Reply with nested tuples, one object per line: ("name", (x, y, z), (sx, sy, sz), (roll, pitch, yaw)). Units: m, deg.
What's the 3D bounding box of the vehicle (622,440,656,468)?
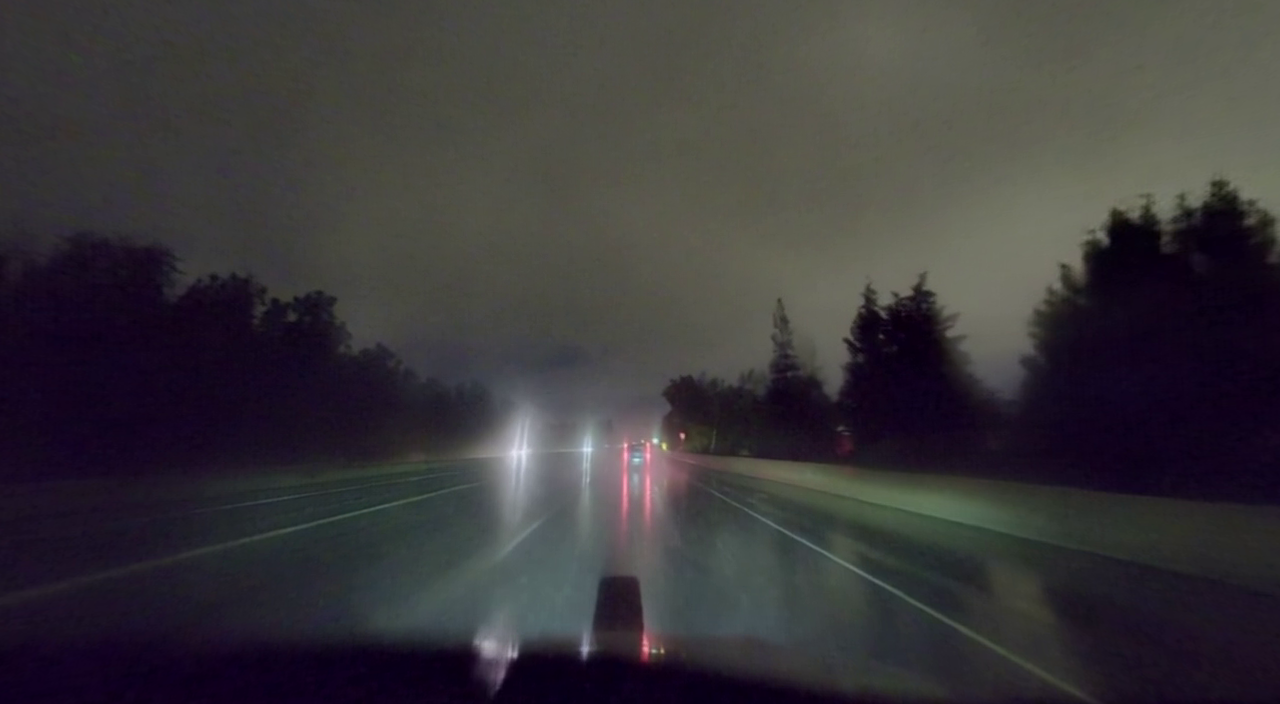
("vehicle", (-0.075, 6.602, 40.739), (2.120, 1.715, 4.153), (0, -9, -1))
